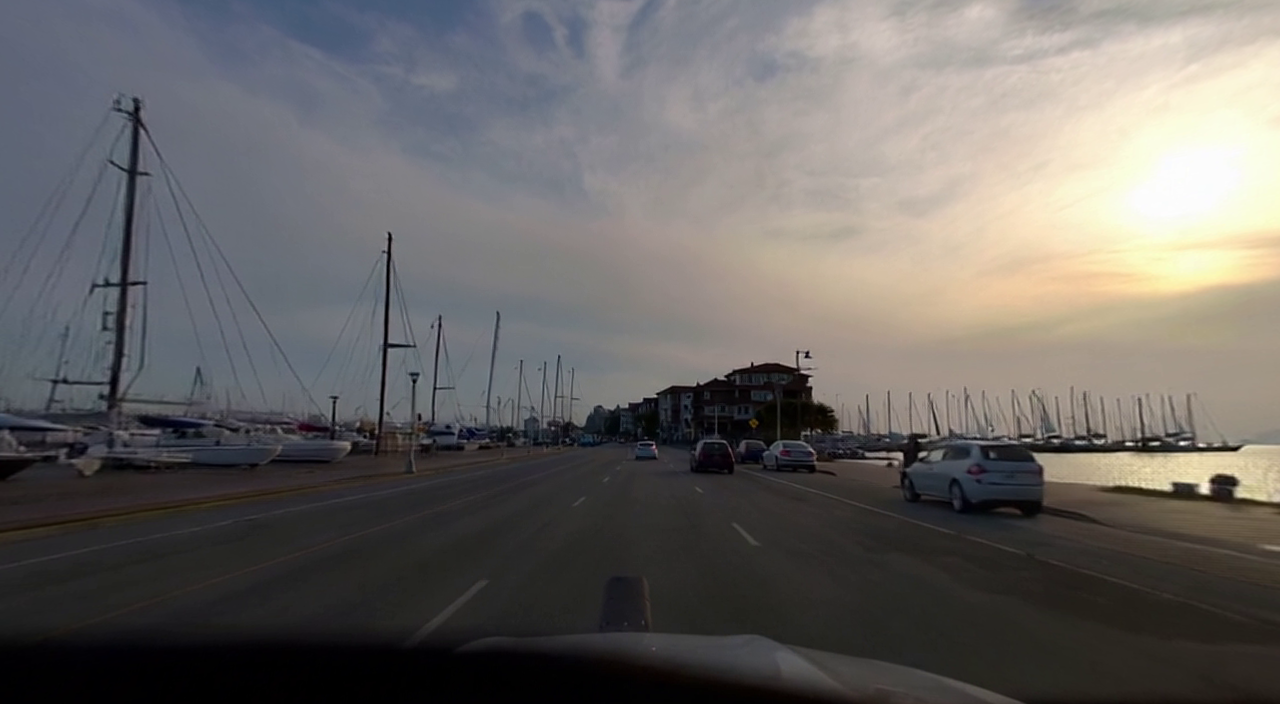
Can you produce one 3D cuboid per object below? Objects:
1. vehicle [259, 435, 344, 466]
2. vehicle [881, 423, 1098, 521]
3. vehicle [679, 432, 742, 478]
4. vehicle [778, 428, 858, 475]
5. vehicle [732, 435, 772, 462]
[{"bbox_3d":[-17.953,5.254,33.724,1.840,1.522,4.695,-1,-8,2],"label":"vehicle"},{"bbox_3d":[7.253,2.527,13.850,2.029,1.750,4.825,0,-8,1],"label":"vehicle"},{"bbox_3d":[2.690,4.055,25.032,2.047,1.640,4.051,0,-8,0],"label":"vehicle"},{"bbox_3d":[7.992,4.517,28.836,2.056,1.896,5.062,0,-8,-1],"label":"vehicle"},{"bbox_3d":[8.027,6.986,45.702,1.969,1.852,4.513,0,-8,-1],"label":"vehicle"}]
